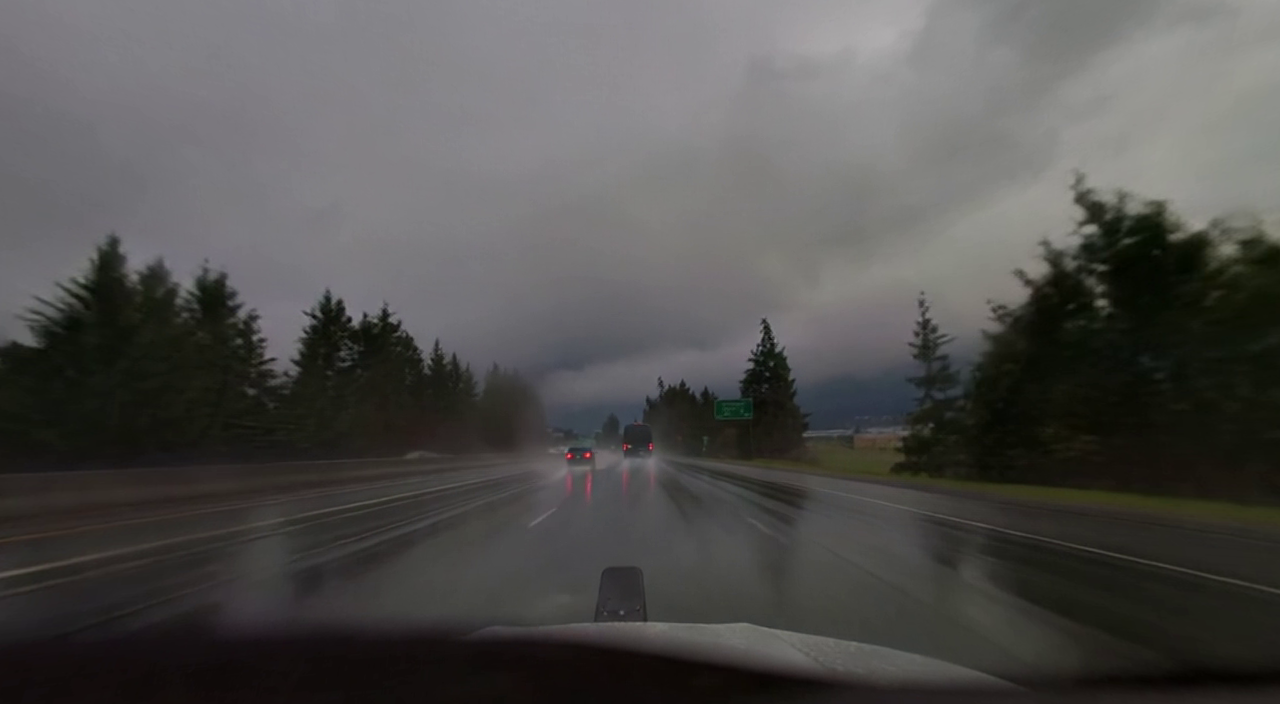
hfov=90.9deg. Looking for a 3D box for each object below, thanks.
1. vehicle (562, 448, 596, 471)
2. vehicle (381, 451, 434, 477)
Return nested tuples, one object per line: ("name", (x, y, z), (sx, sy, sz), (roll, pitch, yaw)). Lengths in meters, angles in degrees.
("vehicle", (-4.245, 7.481, 44.157), (1.916, 1.506, 4.476), (0, -9, 0))
("vehicle", (-16.728, 8.049, 45.603), (2.191, 1.757, 4.202), (0, -9, 0))
